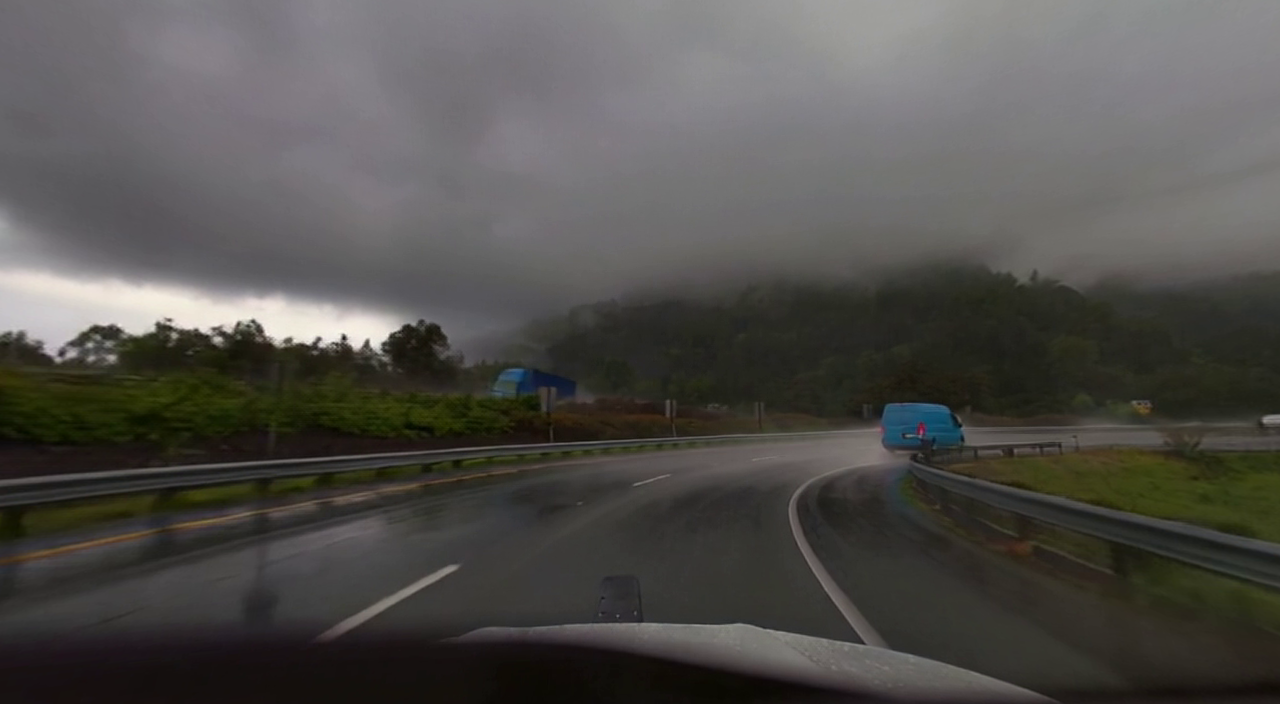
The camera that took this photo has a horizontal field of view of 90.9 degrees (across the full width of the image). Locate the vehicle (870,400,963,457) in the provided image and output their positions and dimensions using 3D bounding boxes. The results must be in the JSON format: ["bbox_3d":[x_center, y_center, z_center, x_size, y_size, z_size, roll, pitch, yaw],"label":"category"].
[{"bbox_3d":[13.806,3.842,31.296,2.352,2.577,5.330,-7,-11,44],"label":"vehicle"}]
